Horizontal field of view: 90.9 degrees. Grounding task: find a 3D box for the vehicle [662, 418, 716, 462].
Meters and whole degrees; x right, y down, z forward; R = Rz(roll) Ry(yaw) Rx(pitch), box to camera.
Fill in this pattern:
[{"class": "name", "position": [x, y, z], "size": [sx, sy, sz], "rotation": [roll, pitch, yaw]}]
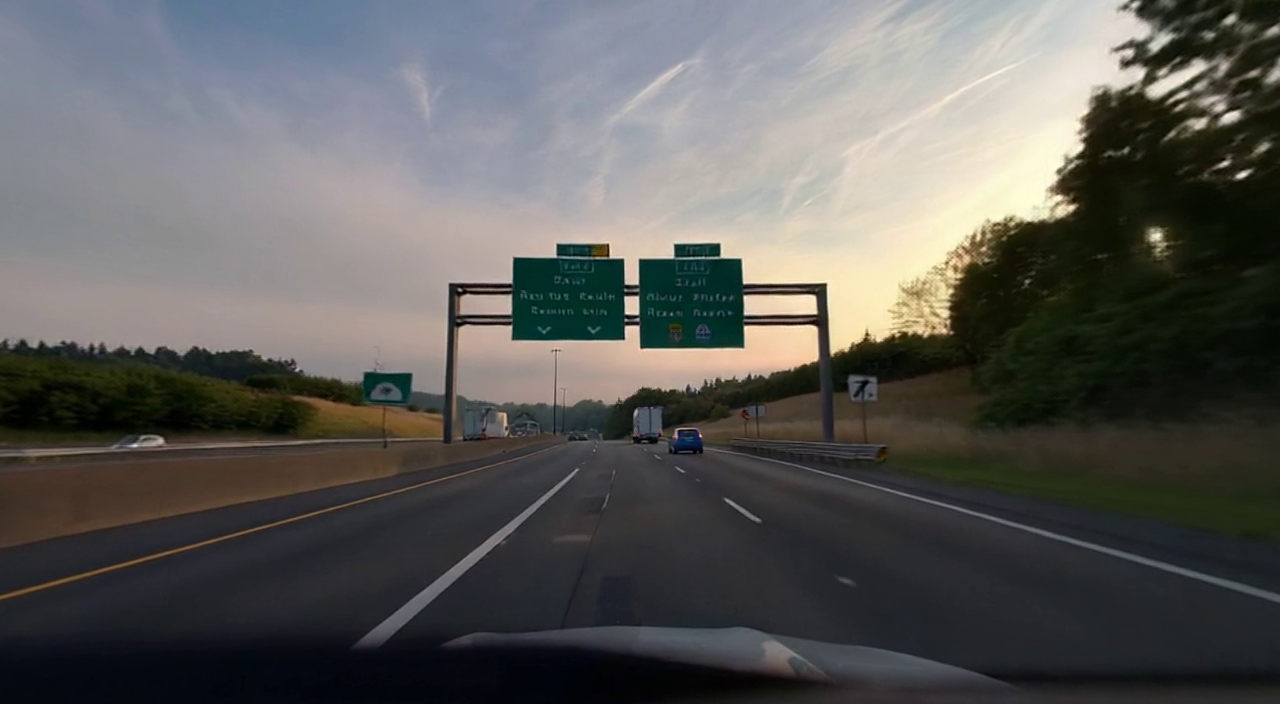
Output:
[{"class": "vehicle", "position": [2.253, 4.165, 30.022], "size": [2.076, 1.914, 4.287], "rotation": [0, -8, -2]}]
